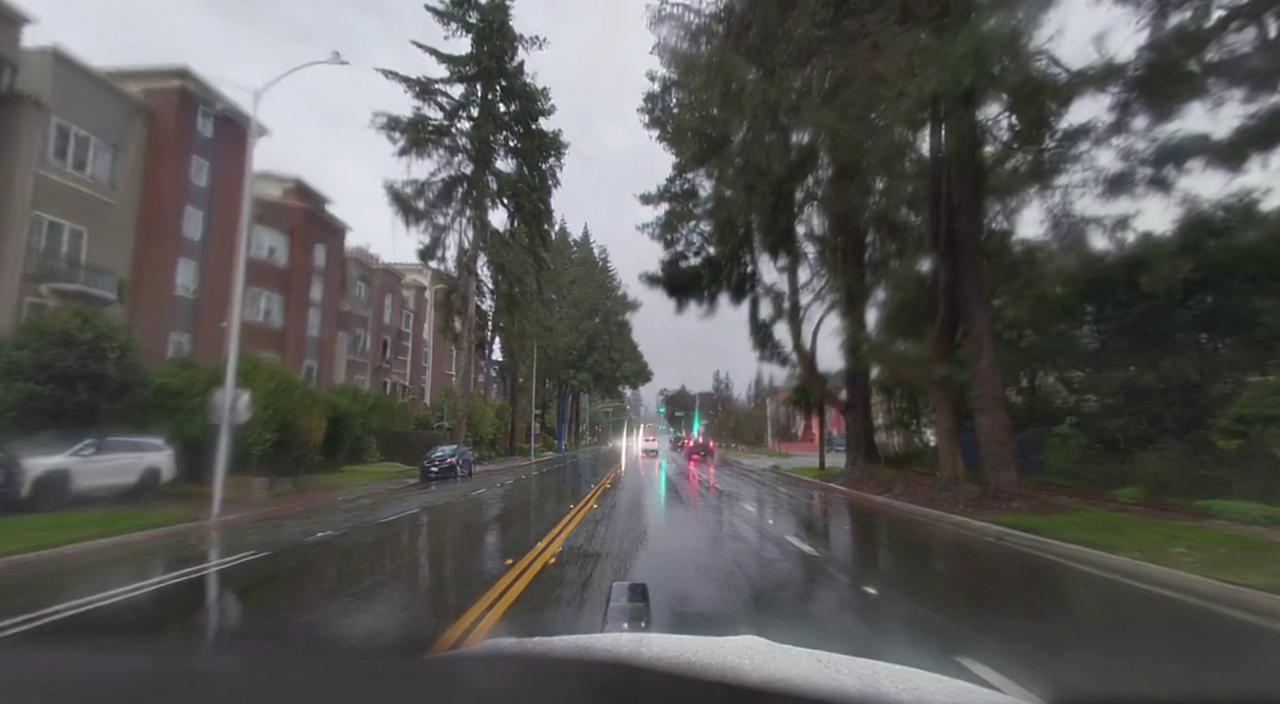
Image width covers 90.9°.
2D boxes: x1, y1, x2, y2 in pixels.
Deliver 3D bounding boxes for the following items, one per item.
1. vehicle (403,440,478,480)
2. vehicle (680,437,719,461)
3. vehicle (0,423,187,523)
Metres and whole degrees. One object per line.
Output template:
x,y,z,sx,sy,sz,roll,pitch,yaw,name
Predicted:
-9.291,5.014,29.666,1.933,1.498,4.446,-4,-7,2,vehicle
3.818,6.343,41.210,2.078,1.488,4.741,0,-8,-1,vehicle
-12.699,2.450,13.120,2.226,1.784,5.932,0,-9,-1,vehicle
